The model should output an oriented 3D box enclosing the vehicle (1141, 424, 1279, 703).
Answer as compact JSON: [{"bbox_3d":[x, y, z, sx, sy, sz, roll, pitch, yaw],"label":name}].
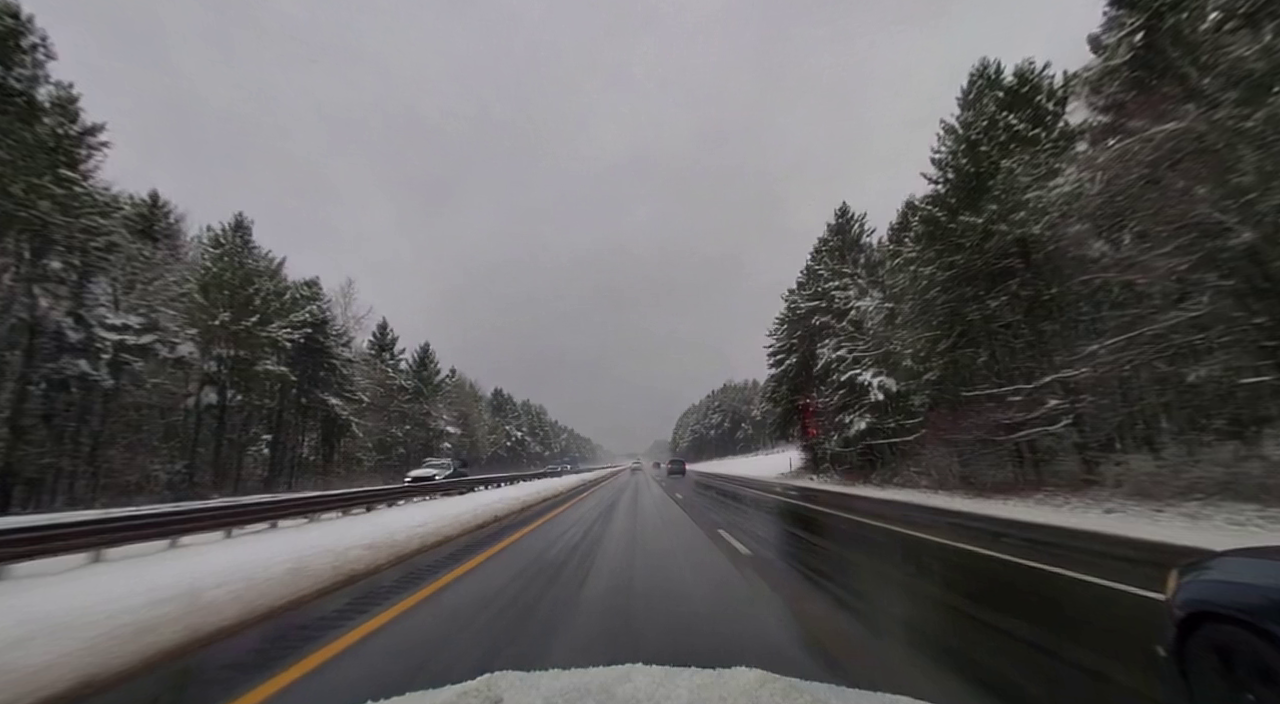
[{"bbox_3d":[3.665,0.837,1.384,1.825,1.494,3.959,1,-10,0],"label":"vehicle"}]

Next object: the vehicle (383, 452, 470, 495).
[{"bbox_3d":[-8.362,4.828,25.088,2.040,1.520,3.887,1,-10,1],"label":"vehicle"}]
